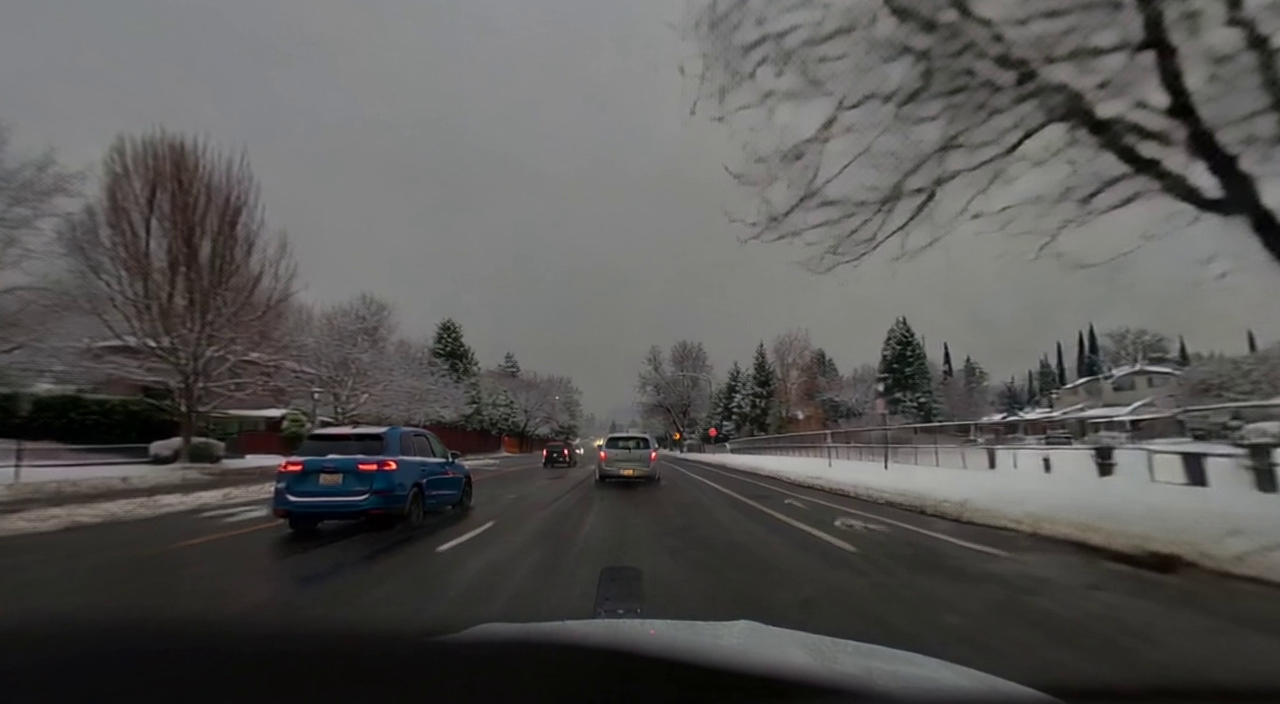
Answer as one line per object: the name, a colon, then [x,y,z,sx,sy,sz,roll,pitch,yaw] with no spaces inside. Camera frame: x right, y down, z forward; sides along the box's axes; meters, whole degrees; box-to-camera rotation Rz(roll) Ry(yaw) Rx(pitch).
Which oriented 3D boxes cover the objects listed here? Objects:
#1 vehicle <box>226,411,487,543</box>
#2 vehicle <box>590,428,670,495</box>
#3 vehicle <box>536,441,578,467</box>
vehicle: [-4.285,1.975,10.644,2.243,1.722,4.621,0,-8,0]
vehicle: [-0.321,3.232,19.001,2.131,1.761,4.242,0,-8,-1]
vehicle: [-4.968,6.168,38.509,2.014,1.493,4.658,0,-8,-1]
